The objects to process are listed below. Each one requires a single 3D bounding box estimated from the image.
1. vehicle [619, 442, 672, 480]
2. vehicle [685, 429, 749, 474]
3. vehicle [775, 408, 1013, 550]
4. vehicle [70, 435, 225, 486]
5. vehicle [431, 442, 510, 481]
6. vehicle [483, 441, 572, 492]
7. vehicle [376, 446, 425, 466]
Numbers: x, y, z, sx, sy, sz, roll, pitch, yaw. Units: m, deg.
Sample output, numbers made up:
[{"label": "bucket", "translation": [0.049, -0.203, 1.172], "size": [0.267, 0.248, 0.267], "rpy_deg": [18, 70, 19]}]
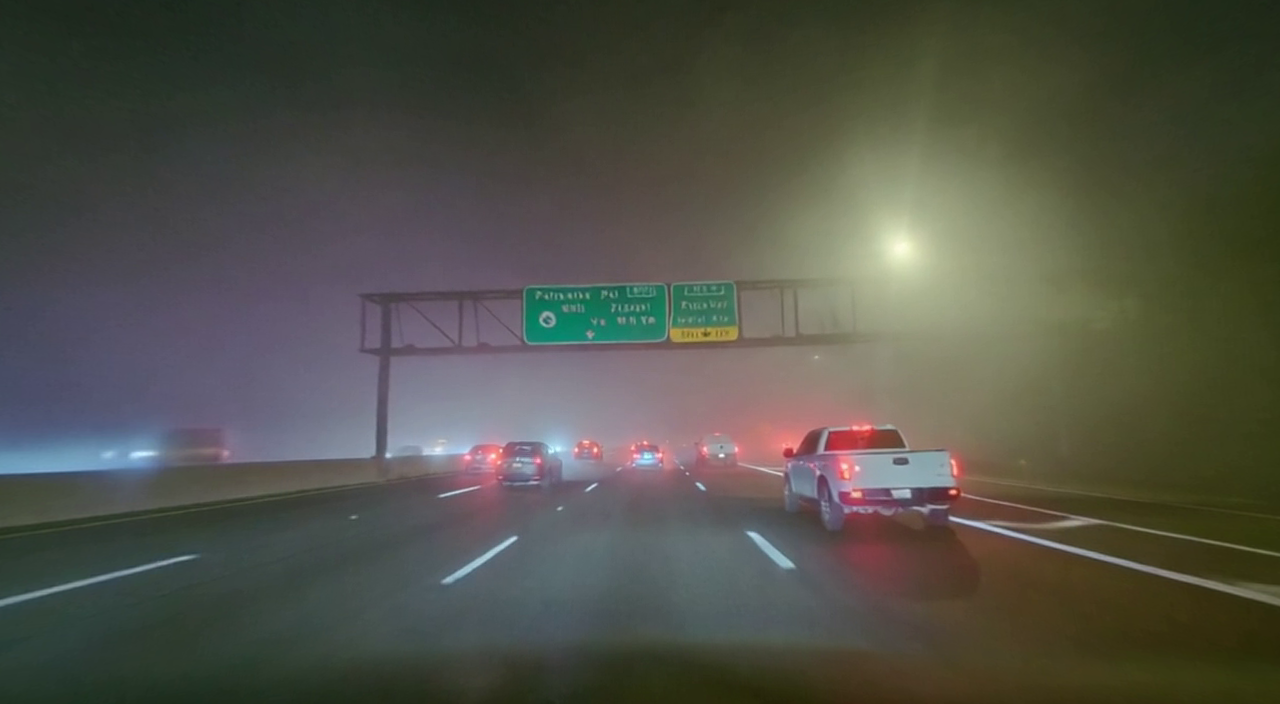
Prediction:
[{"label": "vehicle", "translation": [0.254, 4.627, 26.930], "size": [2.071, 1.478, 4.130], "rpy_deg": [0, -9, 1]}, {"label": "vehicle", "translation": [4.009, 5.371, 34.047], "size": [2.802, 2.151, 6.579], "rpy_deg": [0, -9, 2]}, {"label": "vehicle", "translation": [3.649, 1.925, 10.102], "size": [2.045, 1.768, 4.249], "rpy_deg": [0, -9, 0]}, {"label": "vehicle", "translation": [-20.010, 4.432, 25.974], "size": [2.176, 1.901, 5.057], "rpy_deg": [0, -9, 2]}, {"label": "vehicle", "translation": [-7.287, 4.750, 27.582], "size": [2.065, 1.519, 4.491], "rpy_deg": [0, -9, 2]}, {"label": "vehicle", "translation": [-3.612, 3.760, 21.049], "size": [1.996, 1.488, 4.451], "rpy_deg": [0, -9, 2]}, {"label": "vehicle", "translation": [-18.532, 8.069, 48.900], "size": [1.851, 1.502, 4.485], "rpy_deg": [-1, -9, 3]}]
